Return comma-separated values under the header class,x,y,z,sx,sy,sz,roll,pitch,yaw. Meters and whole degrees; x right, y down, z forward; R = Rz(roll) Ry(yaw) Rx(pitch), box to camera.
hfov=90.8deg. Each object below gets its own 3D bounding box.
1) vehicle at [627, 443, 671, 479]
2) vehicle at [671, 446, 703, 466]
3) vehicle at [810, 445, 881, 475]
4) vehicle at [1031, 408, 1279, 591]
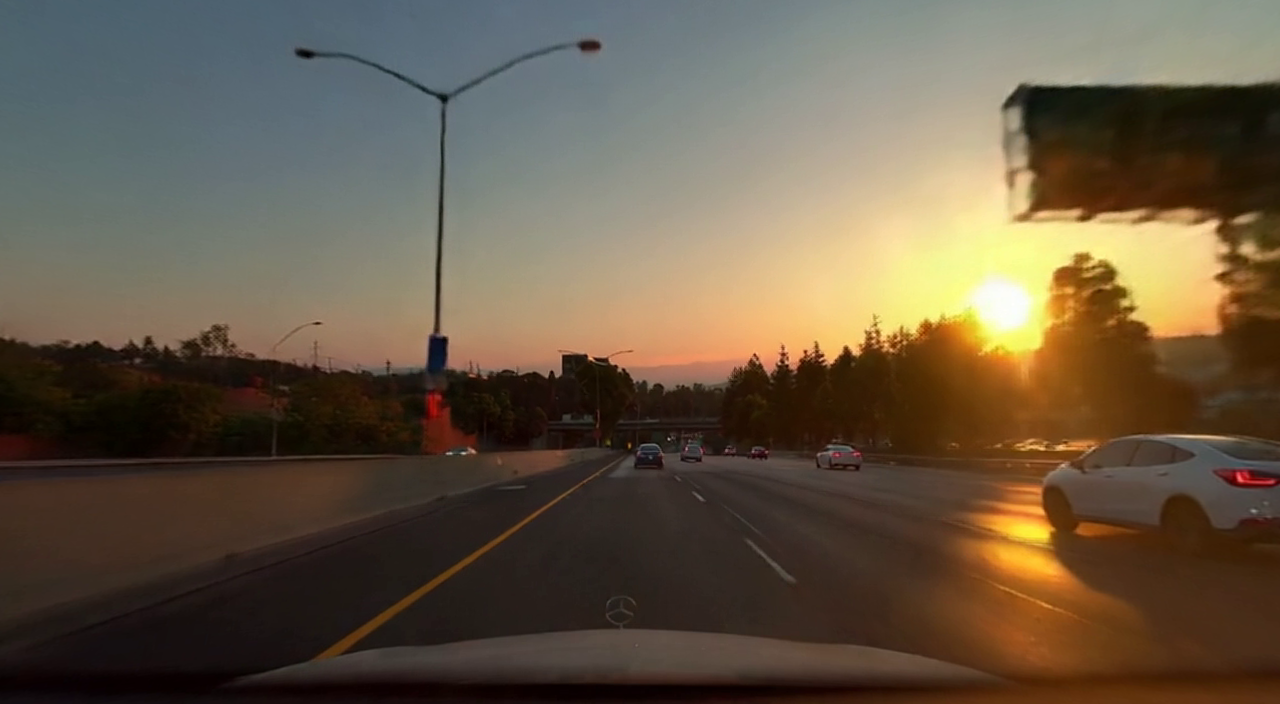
class,x,y,z,sx,sy,sz,roll,pitch,yaw
vehicle,0.351,5.328,31.225,1.864,1.566,4.446,0,-8,-3
vehicle,3.495,7.837,47.583,1.993,1.427,4.204,0,-9,-1
vehicle,10.937,5.773,34.065,2.087,1.442,4.834,0,-9,-1
vehicle,6.941,1.572,7.181,2.027,1.679,4.543,0,-9,0
